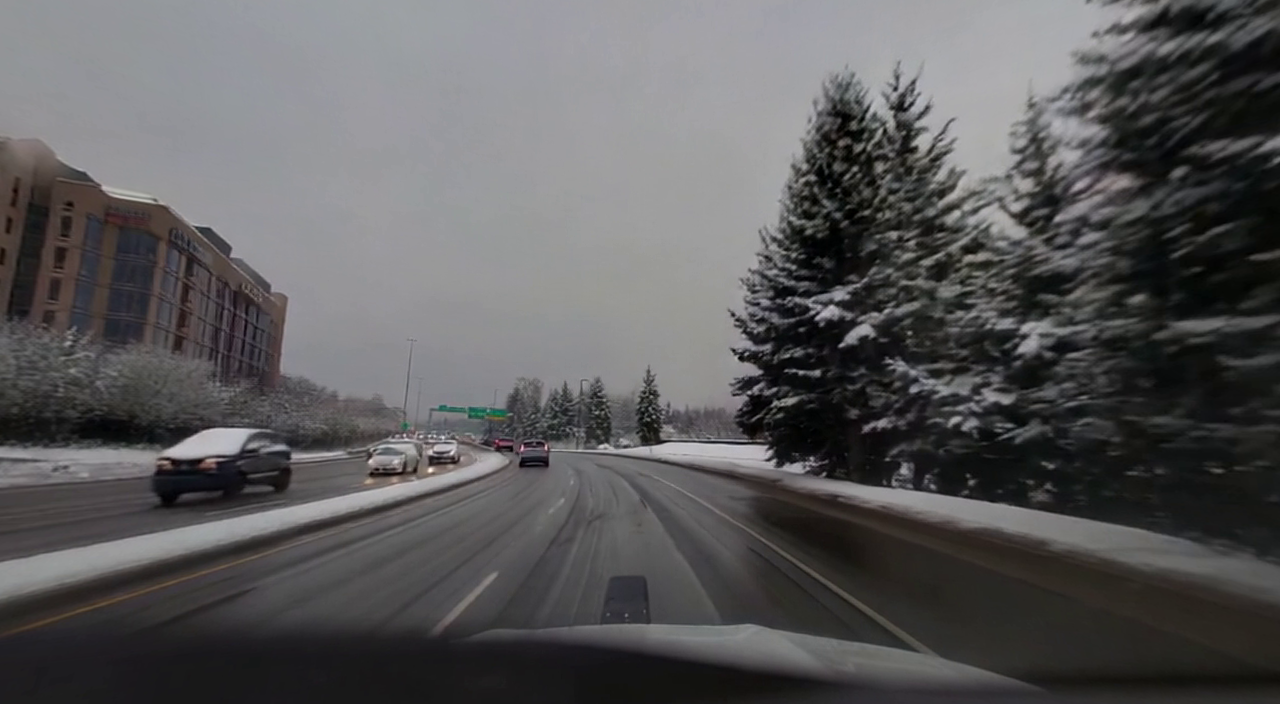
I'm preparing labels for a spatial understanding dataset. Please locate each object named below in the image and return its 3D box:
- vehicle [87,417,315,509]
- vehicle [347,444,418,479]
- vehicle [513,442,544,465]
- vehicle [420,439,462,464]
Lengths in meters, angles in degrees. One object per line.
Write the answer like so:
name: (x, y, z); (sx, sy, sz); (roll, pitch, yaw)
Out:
vehicle: (-10.365, 2.677, 15.601); (2.151, 1.871, 5.177); (0, -9, -4)
vehicle: (-11.733, 4.991, 29.017); (1.902, 1.468, 4.103); (0, -9, -6)
vehicle: (-7.680, 7.048, 43.738); (1.885, 1.469, 4.211); (1, -9, -8)
vehicle: (-14.087, 7.069, 44.885); (2.028, 1.675, 4.870); (1, -9, -9)
